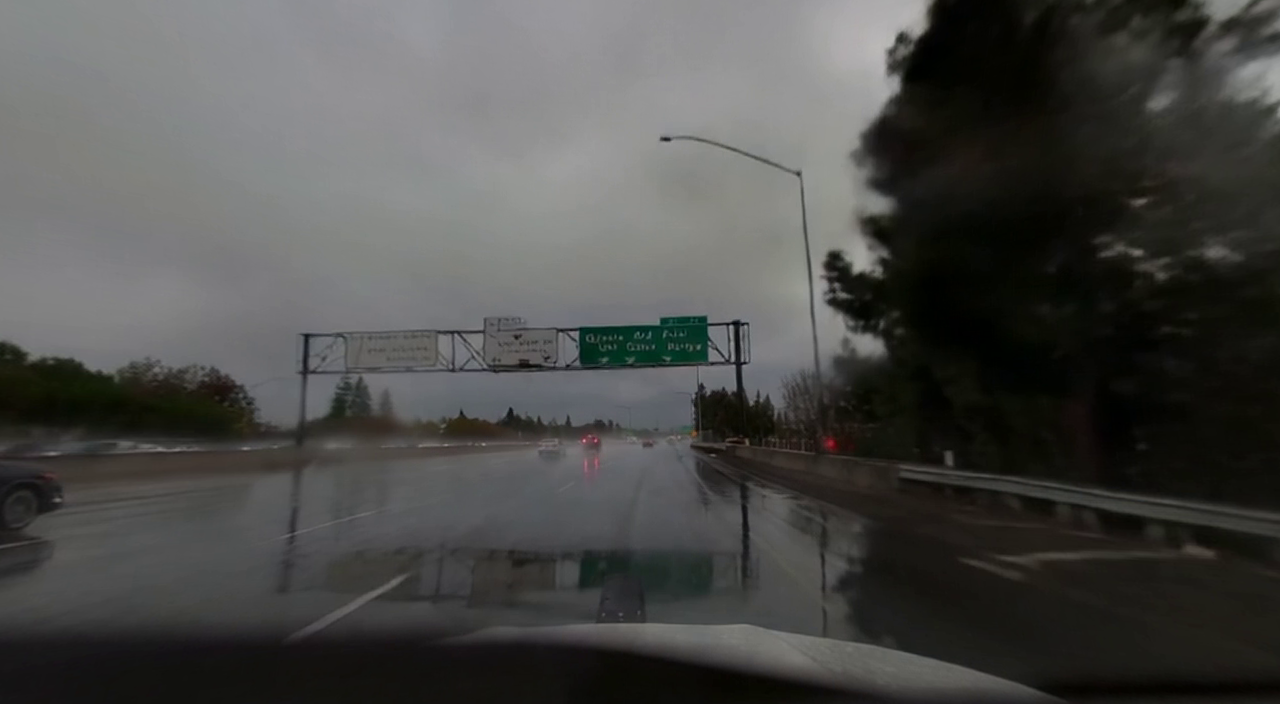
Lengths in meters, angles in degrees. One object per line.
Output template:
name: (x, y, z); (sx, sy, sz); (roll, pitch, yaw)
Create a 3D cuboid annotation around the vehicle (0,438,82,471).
vehicle: (-30.969, 5.088, 31.585); (1.943, 1.548, 4.560); (0, -8, -1)

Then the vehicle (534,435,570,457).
vehicle: (-6.479, 6.980, 47.030); (2.271, 1.537, 4.029); (0, -8, -3)
